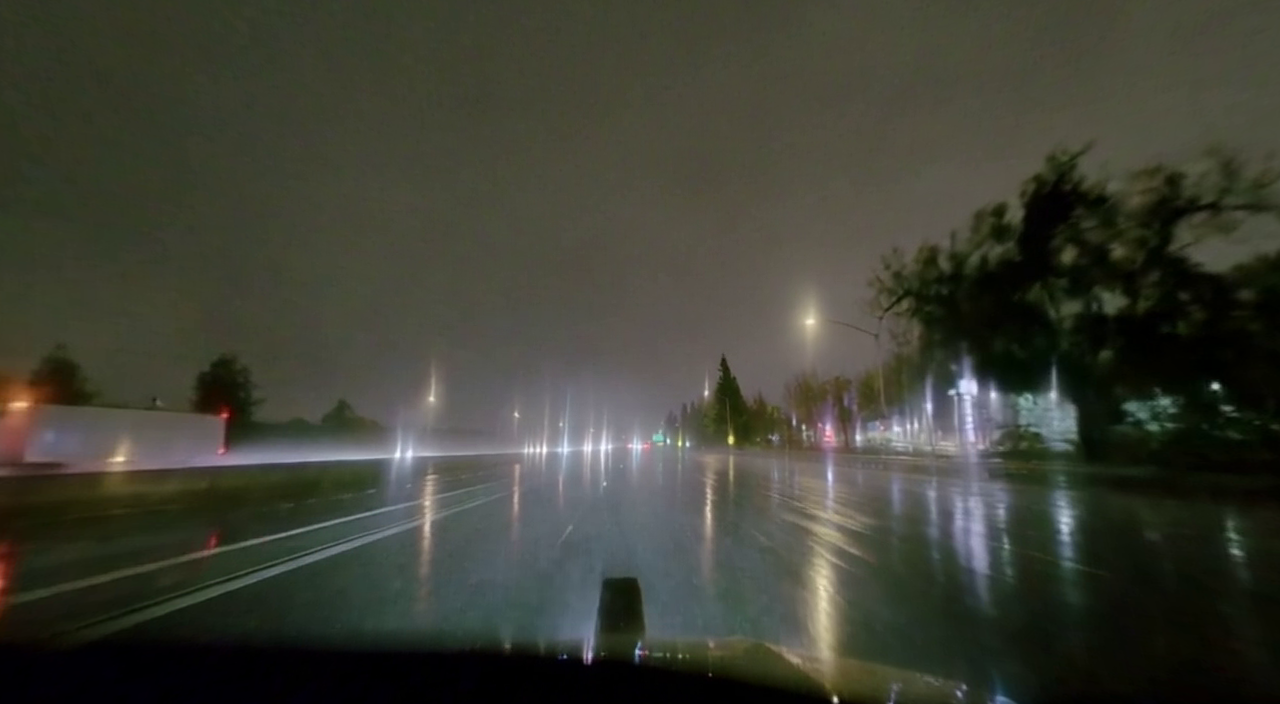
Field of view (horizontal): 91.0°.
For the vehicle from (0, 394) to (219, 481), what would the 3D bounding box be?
[{"bbox_3d":[-32.781,5.245,37.837,2.969,4.231,17.183,0,-9,1],"label":"vehicle"}]
